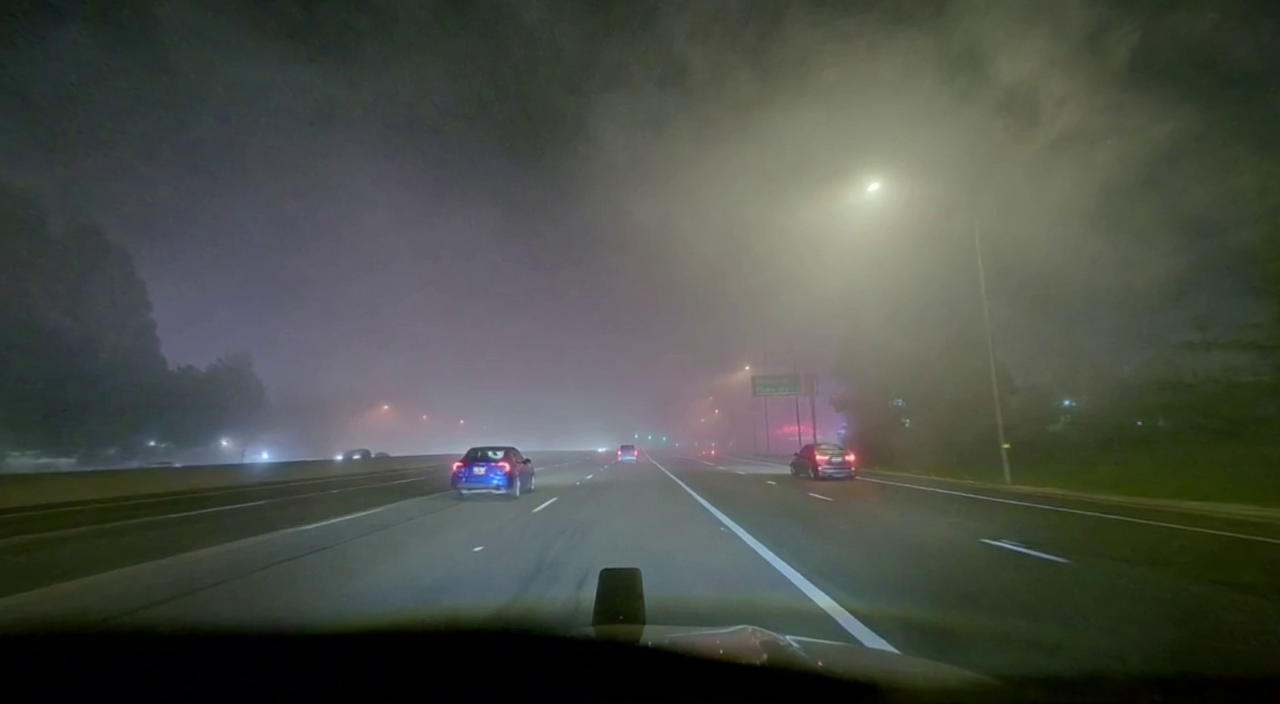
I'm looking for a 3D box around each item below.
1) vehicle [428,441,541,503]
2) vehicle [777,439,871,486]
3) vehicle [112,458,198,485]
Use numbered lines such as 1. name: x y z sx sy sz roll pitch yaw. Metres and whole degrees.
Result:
1. vehicle: -4.295 3.380 18.193 2.071 1.553 4.388 0 -9 1
2. vehicle: 6.812 4.132 23.960 2.035 1.566 5.409 0 -9 1
3. vehicle: -33.022 8.115 43.067 2.125 1.618 4.772 0 -9 0
